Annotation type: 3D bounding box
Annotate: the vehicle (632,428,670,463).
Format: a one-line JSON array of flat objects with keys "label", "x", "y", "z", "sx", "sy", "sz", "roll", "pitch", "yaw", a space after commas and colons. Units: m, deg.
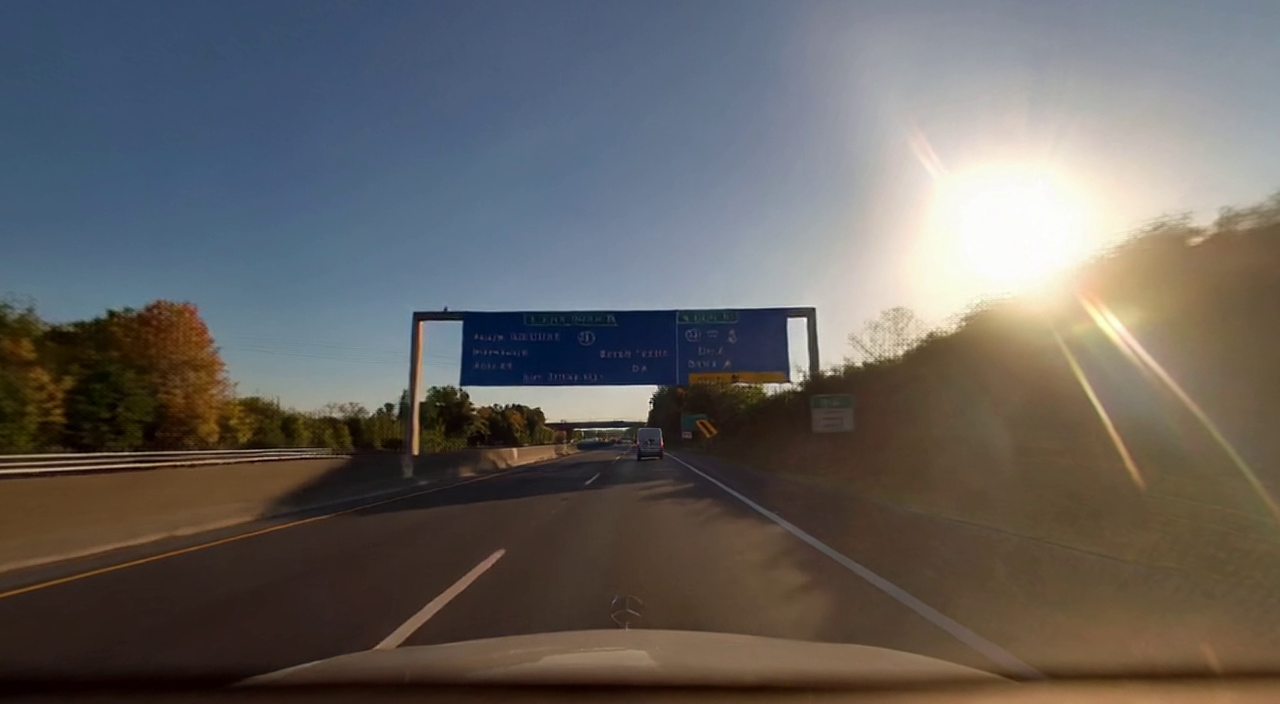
[{"label": "vehicle", "x": 0.730, "y": 6.100, "z": 41.049, "sx": 2.277, "sy": 2.109, "sz": 4.922, "roll": 0, "pitch": -8, "yaw": 1}]
